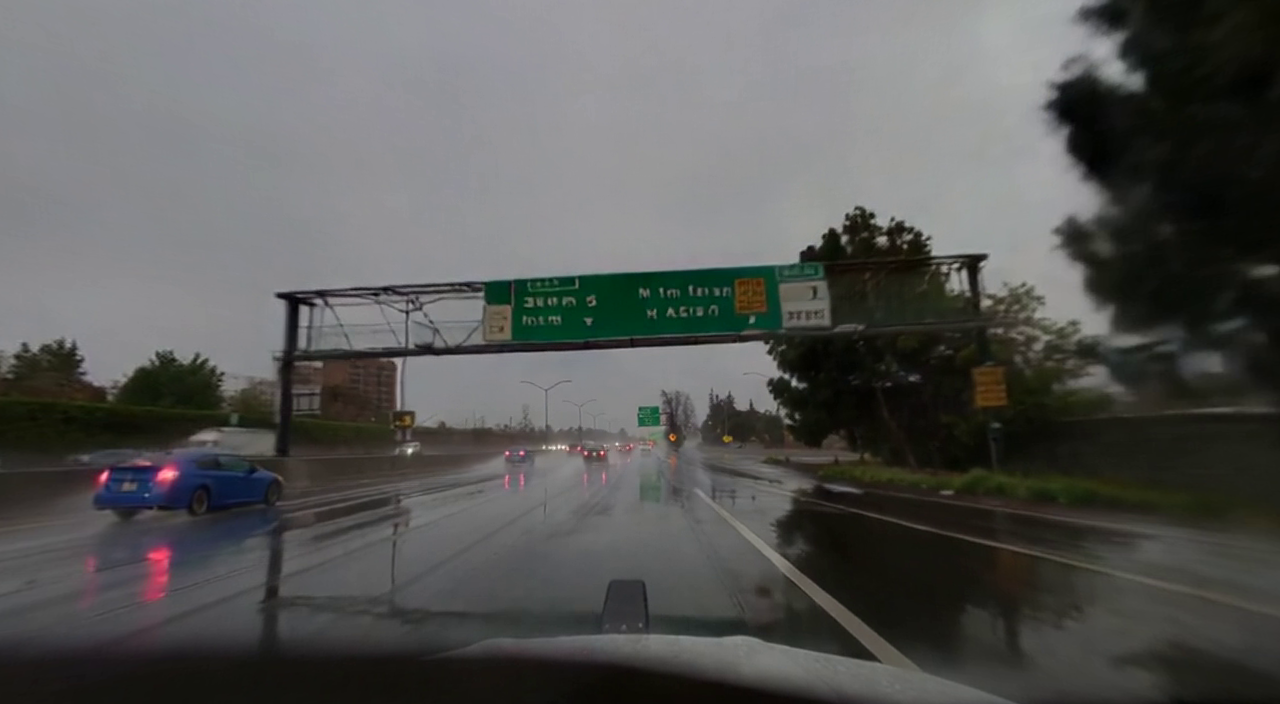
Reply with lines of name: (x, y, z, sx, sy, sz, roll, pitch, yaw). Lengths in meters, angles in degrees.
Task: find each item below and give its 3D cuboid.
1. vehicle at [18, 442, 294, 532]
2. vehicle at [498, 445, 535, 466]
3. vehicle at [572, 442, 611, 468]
vehicle: (-9.829, 2.722, 13.497, 2.002, 1.526, 4.822, -1, -8, 1)
vehicle: (-9.373, 7.838, 48.027, 1.930, 1.490, 3.955, -1, -8, 1)
vehicle: (-2.999, 6.452, 39.736, 2.050, 1.479, 4.342, -1, -8, 1)
